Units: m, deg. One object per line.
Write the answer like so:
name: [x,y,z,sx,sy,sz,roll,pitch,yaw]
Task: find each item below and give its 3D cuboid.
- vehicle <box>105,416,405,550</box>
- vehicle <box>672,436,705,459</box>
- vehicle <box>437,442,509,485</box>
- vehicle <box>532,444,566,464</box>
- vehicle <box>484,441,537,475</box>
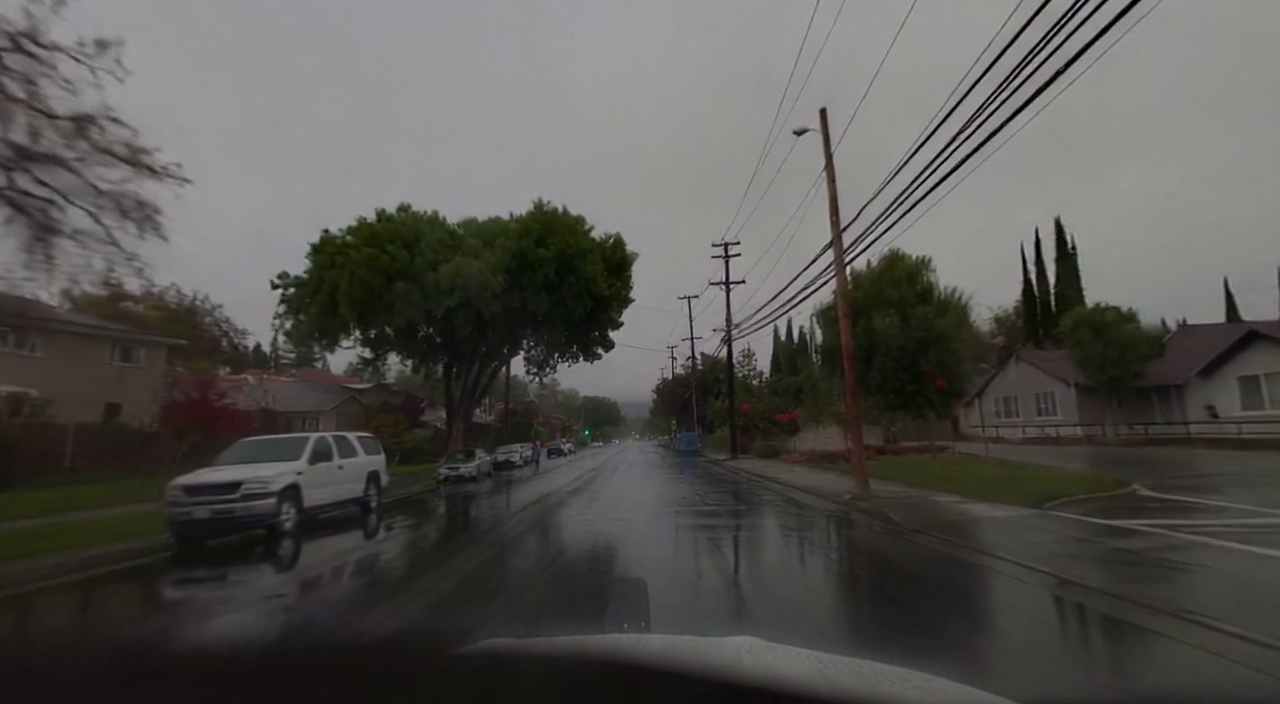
vehicle: [-6.905,2.351,12.535,2.144,1.955,6.159,0,-7,-1]
vehicle: [3.247,6.496,42.926,1.943,1.469,4.504,0,-8,0]
vehicle: [-7.018,4.707,27.035,1.852,1.510,4.812,-1,-7,0]
vehicle: [-6.921,7.751,48.220,1.805,1.431,4.646,0,-8,1]
vehicle: [-6.703,5.520,33.172,1.887,1.514,4.436,-1,-6,0]
